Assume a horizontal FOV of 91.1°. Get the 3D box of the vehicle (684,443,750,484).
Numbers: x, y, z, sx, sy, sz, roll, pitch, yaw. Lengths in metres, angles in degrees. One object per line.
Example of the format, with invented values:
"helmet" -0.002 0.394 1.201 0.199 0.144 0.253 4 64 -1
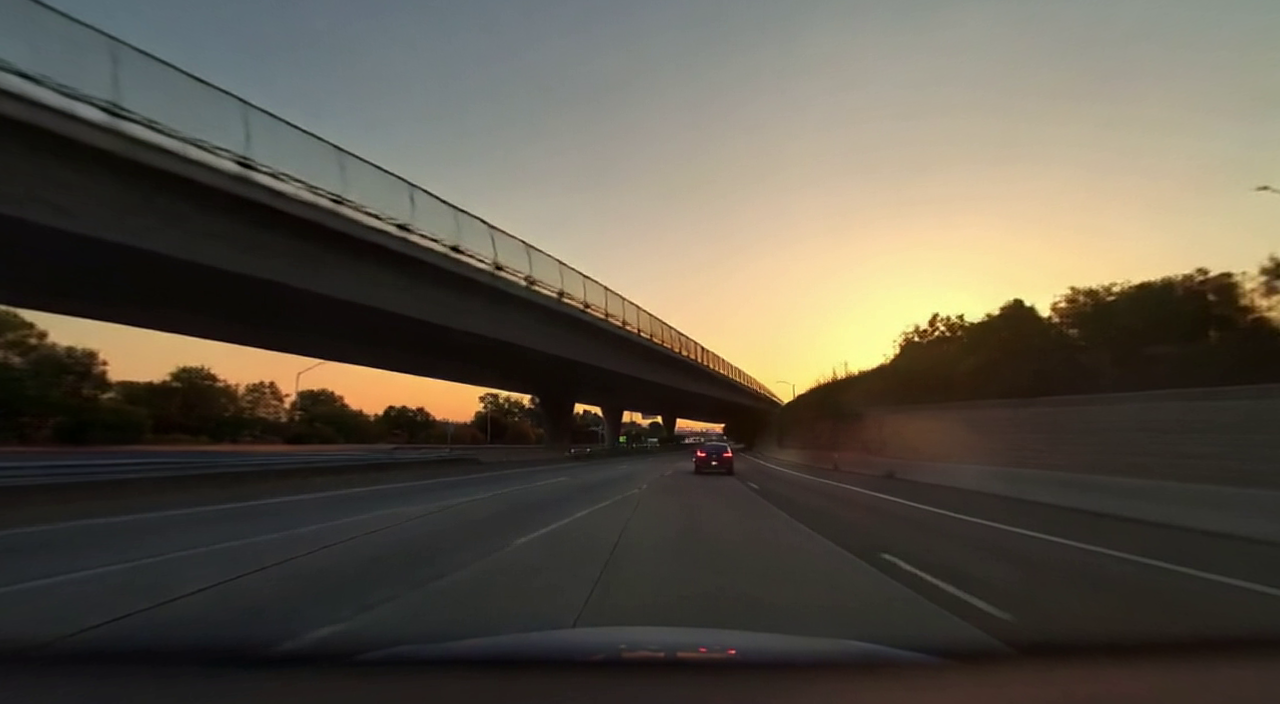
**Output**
"vehicle" 2.849 4.235 24.307 2.124 1.405 4.398 0 -8 2
